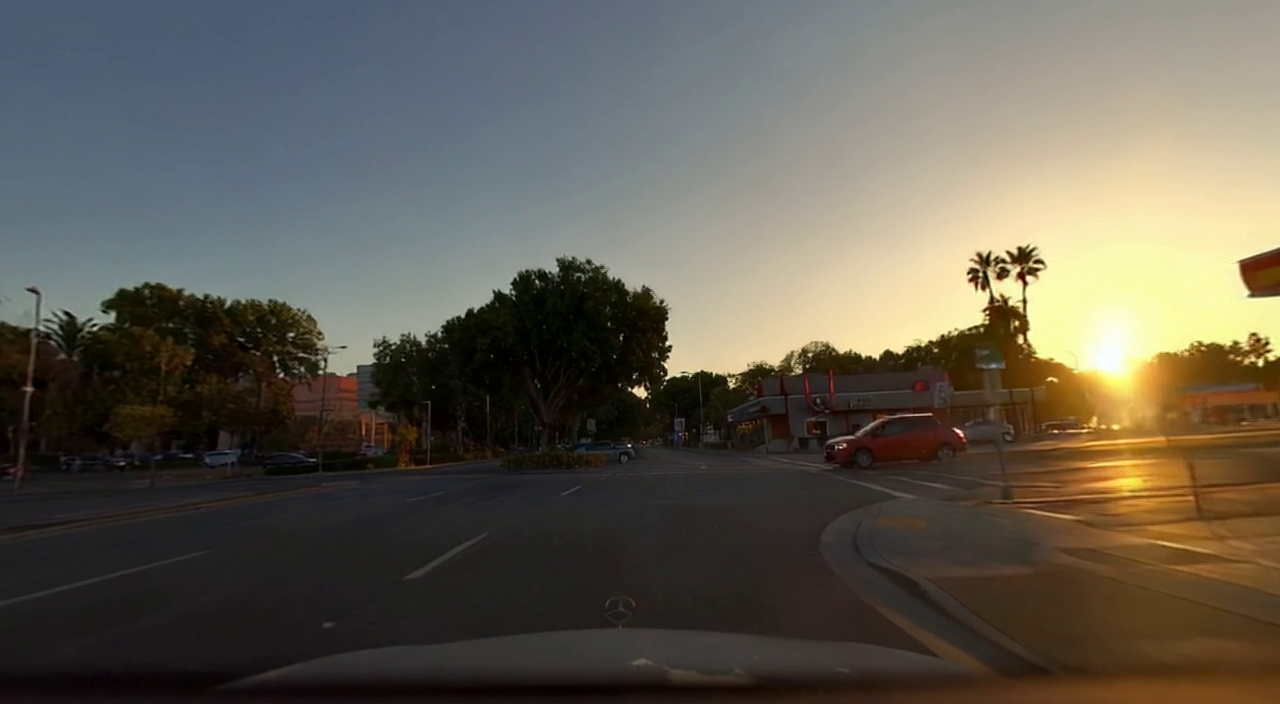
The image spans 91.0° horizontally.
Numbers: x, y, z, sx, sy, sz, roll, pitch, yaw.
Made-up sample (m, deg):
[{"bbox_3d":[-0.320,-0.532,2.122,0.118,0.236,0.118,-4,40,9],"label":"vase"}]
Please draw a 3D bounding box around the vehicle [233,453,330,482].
[{"bbox_3d":[-25.937,8.378,45.637,5.803,1.632,2.173,-4,-7,3],"label":"vehicle"}]

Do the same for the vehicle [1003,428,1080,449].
[{"bbox_3d":[29.943,6.454,47.031,4.363,1.503,1.989,0,-8,3],"label":"vehicle"}]

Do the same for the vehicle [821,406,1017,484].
[{"bbox_3d":[8.031,2.736,18.517,4.640,1.800,2.026,-5,-9,1],"label":"vehicle"}]

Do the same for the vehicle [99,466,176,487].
[{"bbox_3d":[-38.427,9.514,48.213,4.290,1.475,1.742,0,-8,-3],"label":"vehicle"}]

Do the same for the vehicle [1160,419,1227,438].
[{"bbox_3d":[43.766,6.098,49.809,3.739,1.451,1.647,0,-8,0],"label":"vehicle"}]
